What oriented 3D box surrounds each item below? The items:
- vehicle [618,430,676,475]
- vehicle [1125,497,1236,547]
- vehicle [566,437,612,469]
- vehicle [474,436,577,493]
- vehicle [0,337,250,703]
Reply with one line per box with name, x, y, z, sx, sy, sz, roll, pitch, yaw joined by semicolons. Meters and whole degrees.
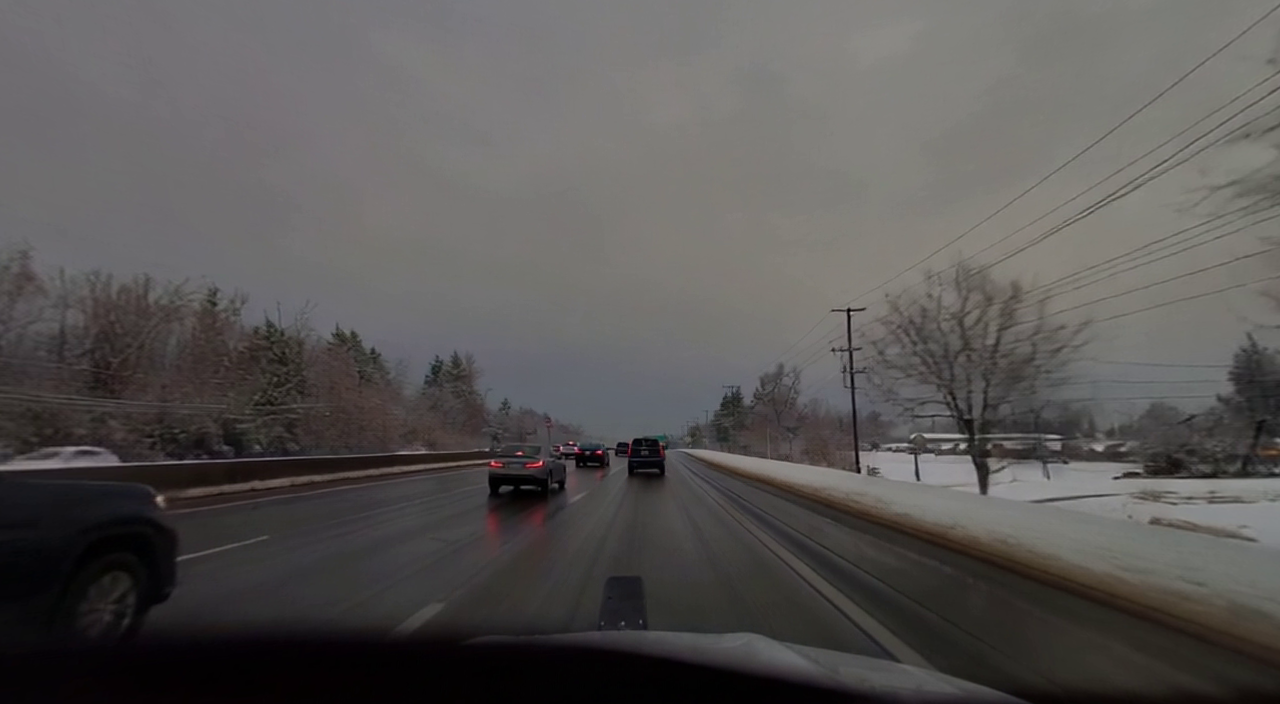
vehicle;0.334;4.361;27.502;2.319;1.813;4.274;0;-8;1
vehicle;30.652;9.576;36.056;2.164;2.048;5.656;-2;-8;11
vehicle;-2.867;5.814;36.535;2.051;1.695;4.731;-1;-8;3
vehicle;-3.233;3.290;18.826;2.092;1.464;4.466;0;-8;2
vehicle;-3.824;0.730;2.087;2.104;1.754;4.515;0;-8;1
